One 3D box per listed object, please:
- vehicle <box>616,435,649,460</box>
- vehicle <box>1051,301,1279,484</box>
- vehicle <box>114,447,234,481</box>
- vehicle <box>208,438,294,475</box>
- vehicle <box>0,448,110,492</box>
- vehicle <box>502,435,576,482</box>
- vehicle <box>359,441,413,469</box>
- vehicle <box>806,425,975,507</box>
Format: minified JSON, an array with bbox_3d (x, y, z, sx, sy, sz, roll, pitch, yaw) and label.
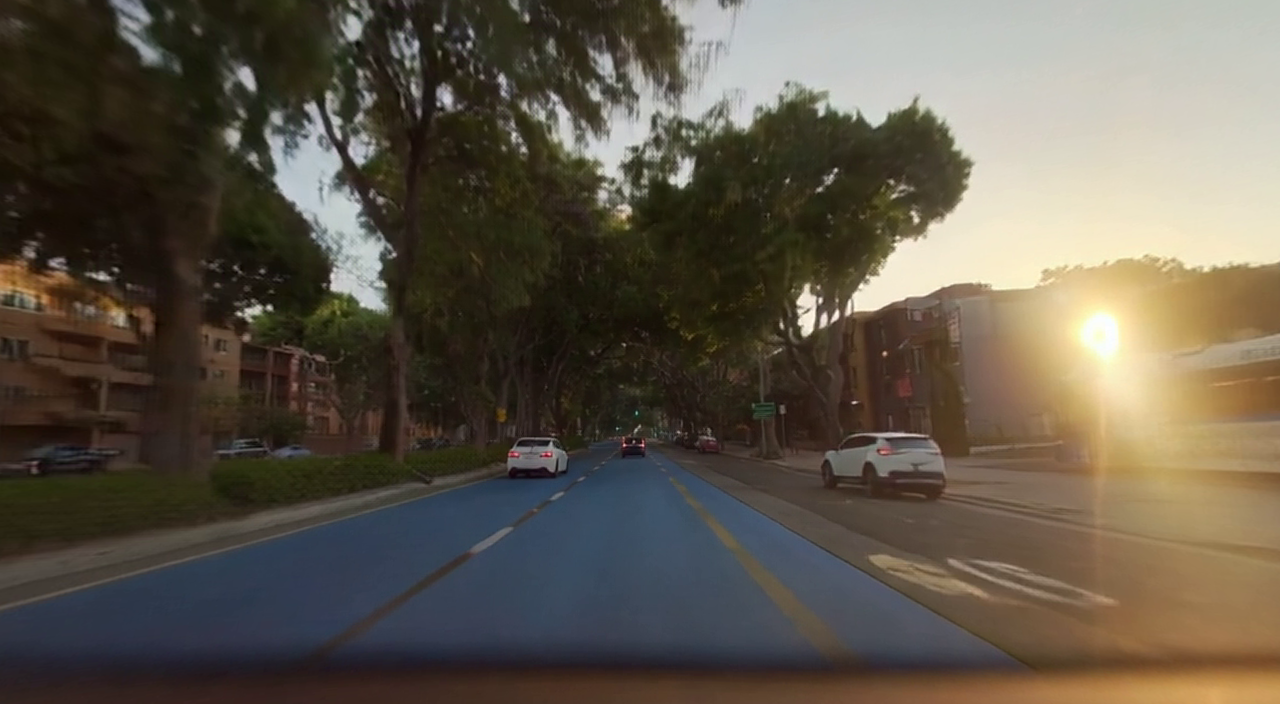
[{"bbox_3d":[-0.487,6.202,40.901,1.999,1.520,3.896,0,-8,-1],"label":"vehicle"},{"bbox_3d":[17.734,1.001,16.176,3.225,4.571,16.558,-3,-8,0],"label":"vehicle"},{"bbox_3d":[-22.176,5.319,30.369,2.137,1.493,4.852,0,-8,-1],"label":"vehicle"},{"bbox_3d":[-21.862,5.882,35.793,1.947,1.857,4.851,-1,-9,-3],"label":"vehicle"},{"bbox_3d":[-22.100,4.322,23.488,1.655,1.455,3.653,0,-9,-2],"label":"vehicle"},{"bbox_3d":[-3.504,3.789,22.787,1.934,1.522,4.287,0,-8,1],"label":"vehicle"},{"bbox_3d":[-15.454,6.257,38.665,1.806,1.590,4.151,0,-8,-3],"label":"vehicle"},{"bbox_3d":[6.366,2.965,17.039,2.206,1.803,5.753,0,-8,0],"label":"vehicle"}]
